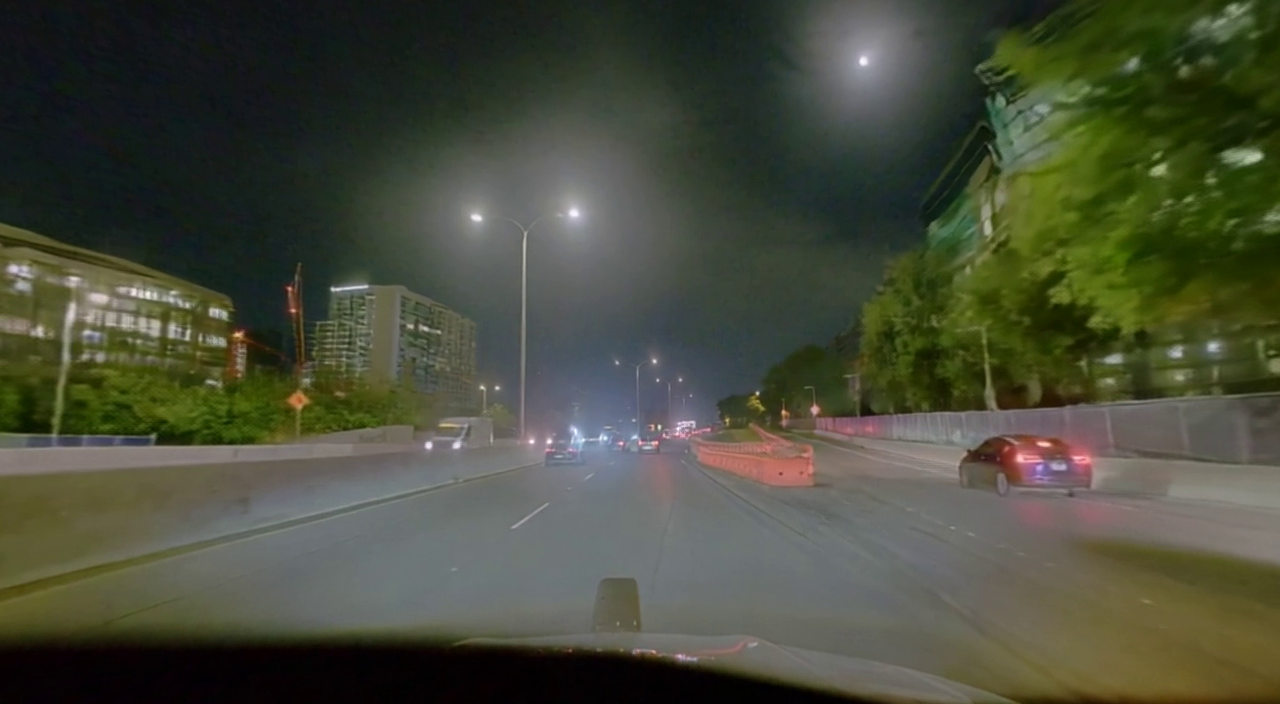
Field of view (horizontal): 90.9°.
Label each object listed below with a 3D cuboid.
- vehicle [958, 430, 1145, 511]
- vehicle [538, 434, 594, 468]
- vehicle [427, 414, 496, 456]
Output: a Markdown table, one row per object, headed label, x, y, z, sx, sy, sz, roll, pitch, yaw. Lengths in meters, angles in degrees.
| label | x | y | z | sx | sy | sz | roll | pitch | yaw |
| --- | --- | --- | --- | --- | --- | --- | --- | --- | --- |
| vehicle | 8.698 | 2.472 | 13.739 | 1.913 | 1.499 | 3.581 | -1 | -8 | 6 |
| vehicle | -3.253 | 4.404 | 28.392 | 1.848 | 1.406 | 4.013 | 0 | -8 | 3 |
| vehicle | -12.468 | 5.879 | 44.729 | 2.297 | 2.733 | 7.664 | 0 | -8 | 3 |
